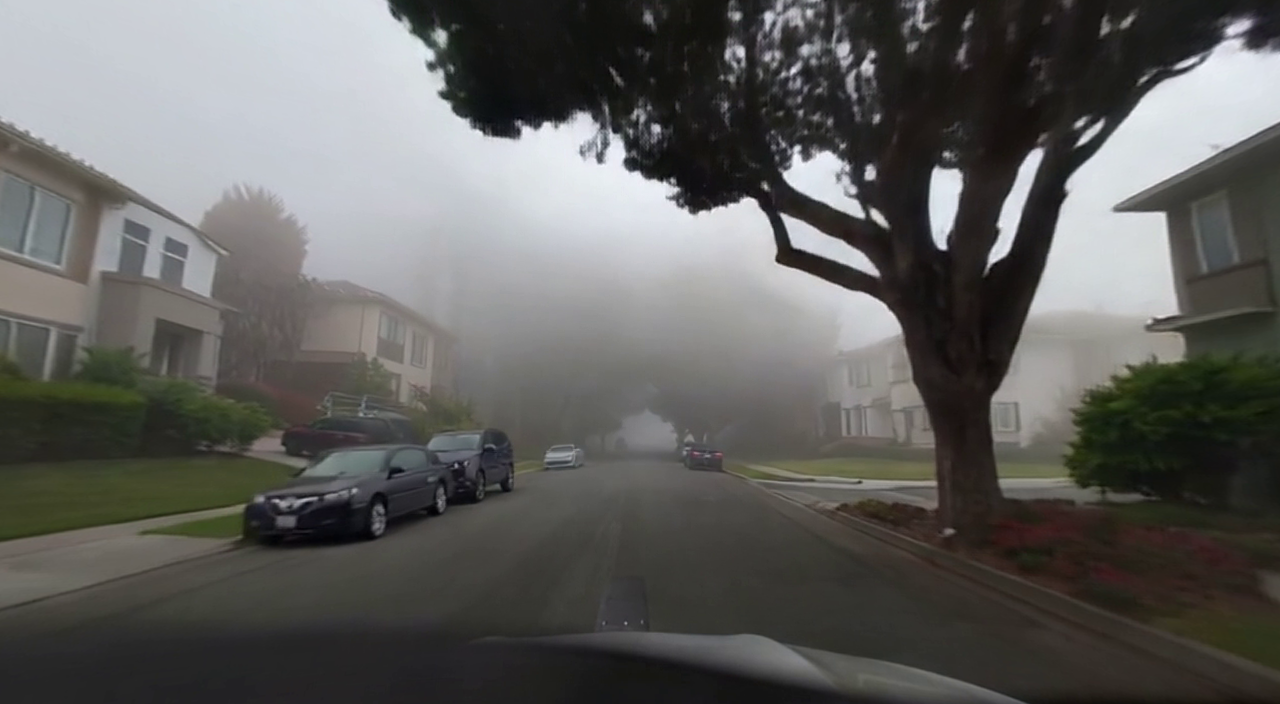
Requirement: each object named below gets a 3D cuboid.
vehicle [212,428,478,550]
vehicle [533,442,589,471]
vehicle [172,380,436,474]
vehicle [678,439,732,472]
[{"bbox_3d":[-4.342,2.080,10.337,2.086,1.493,4.582,-1,-8,1],"label":"vehicle"},{"bbox_3d":[-3.849,5.180,31.451,1.995,1.330,4.080,0,-8,3],"label":"vehicle"},{"bbox_3d":[-10.553,2.444,20.417,6.780,2.770,2.970,0,-8,1],"label":"vehicle"},{"bbox_3d":[3.104,5.096,31.255,2.000,1.456,5.251,0,-8,-1],"label":"vehicle"}]
